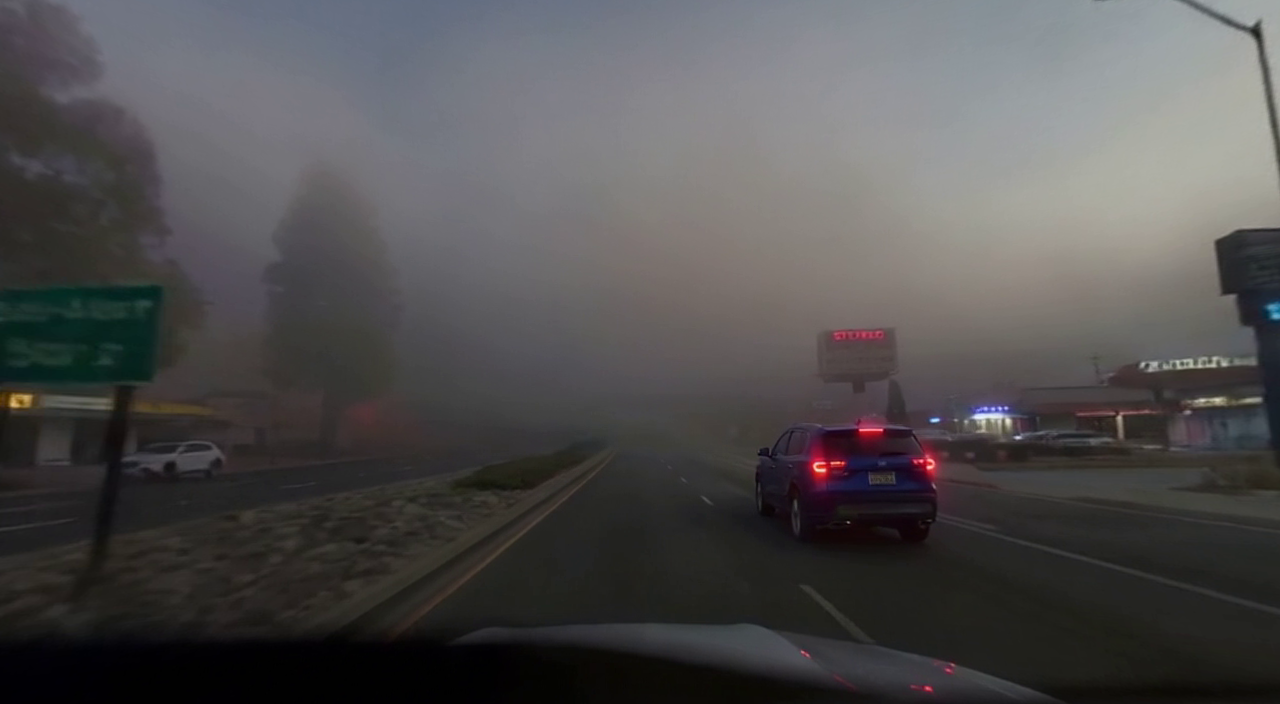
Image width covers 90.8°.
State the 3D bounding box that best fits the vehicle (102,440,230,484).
[{"bbox_3d":[-19.378,4.487,26.142,1.988,1.634,4.301,0,-9,-1],"label":"vehicle"}]

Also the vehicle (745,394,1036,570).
[{"bbox_3d":[2.951,1.674,8.832,2.130,1.790,4.615,0,-9,-1],"label":"vehicle"}]
